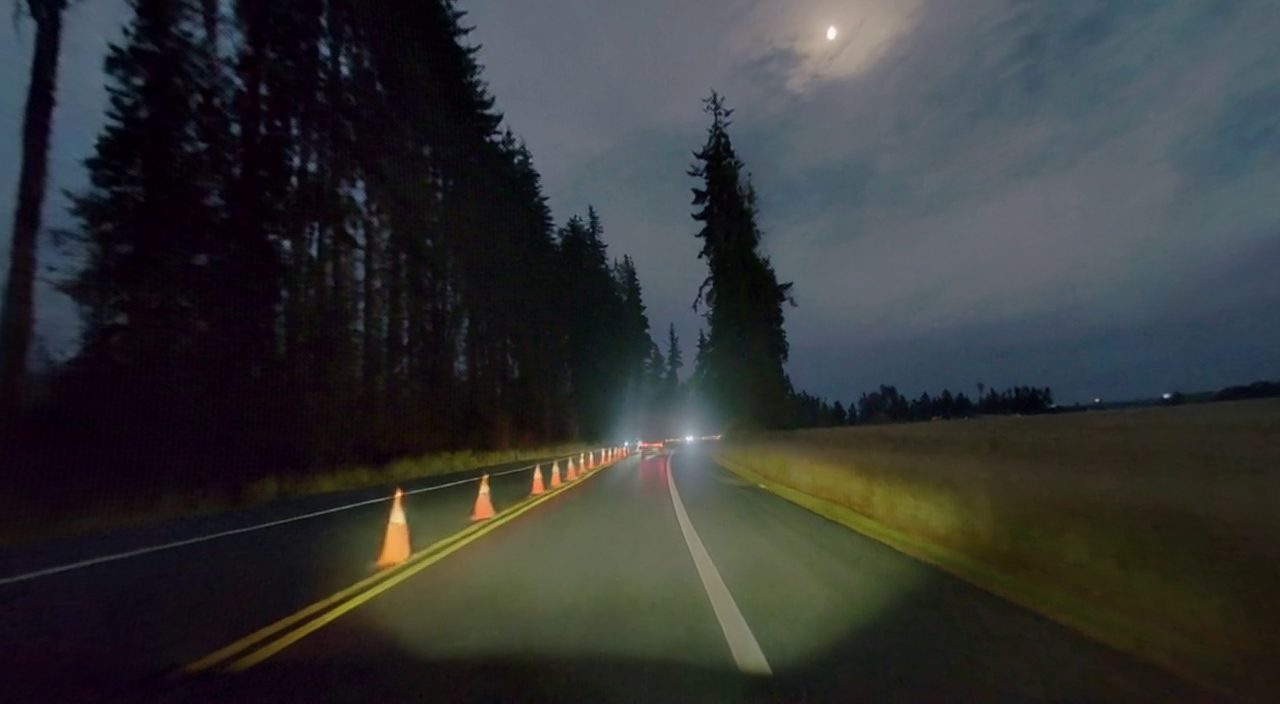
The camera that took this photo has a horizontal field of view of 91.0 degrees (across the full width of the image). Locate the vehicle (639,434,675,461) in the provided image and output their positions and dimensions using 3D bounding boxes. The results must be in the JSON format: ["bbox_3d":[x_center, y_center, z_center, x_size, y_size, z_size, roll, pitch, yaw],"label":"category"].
[{"bbox_3d":[1.067,5.772,37.976,2.042,1.489,3.963,-1,-9,3],"label":"vehicle"}]
